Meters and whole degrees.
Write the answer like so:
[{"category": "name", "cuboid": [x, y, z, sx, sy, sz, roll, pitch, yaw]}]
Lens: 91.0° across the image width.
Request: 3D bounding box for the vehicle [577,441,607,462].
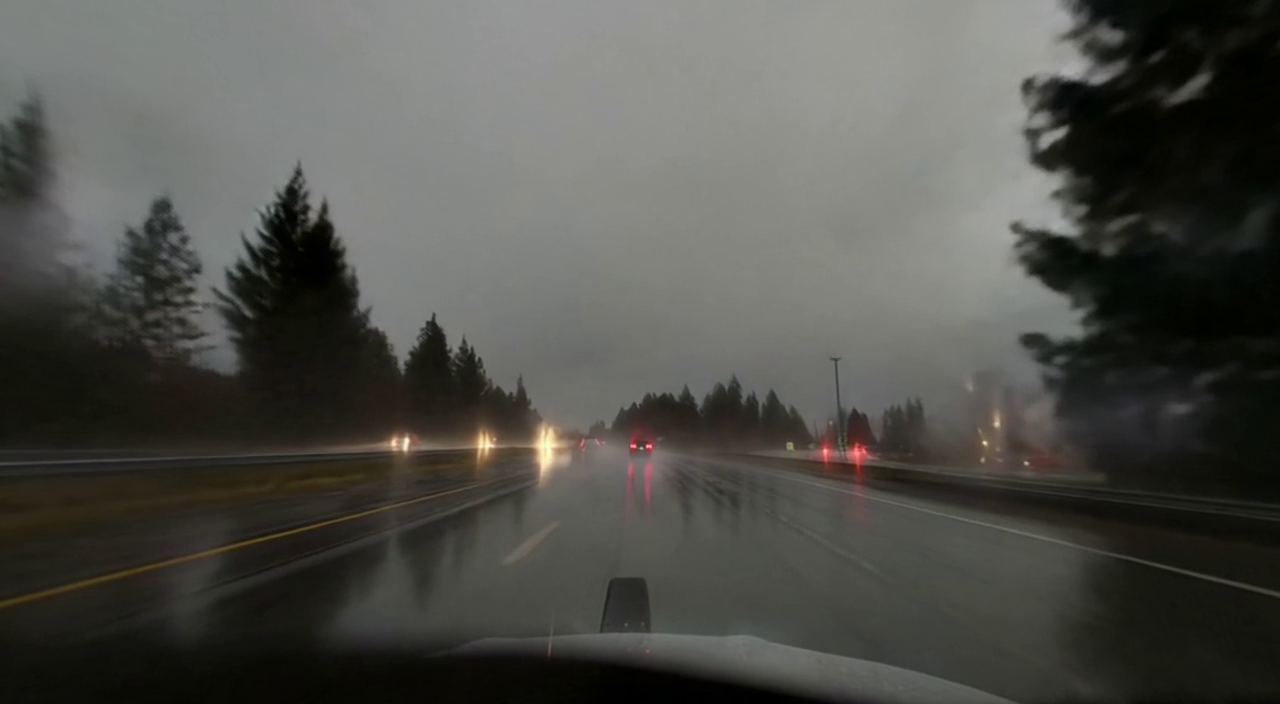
[{"category": "vehicle", "cuboid": [-3.613, 7.602, 48.101, 2.057, 1.514, 3.845, 0, -8, -1]}]
